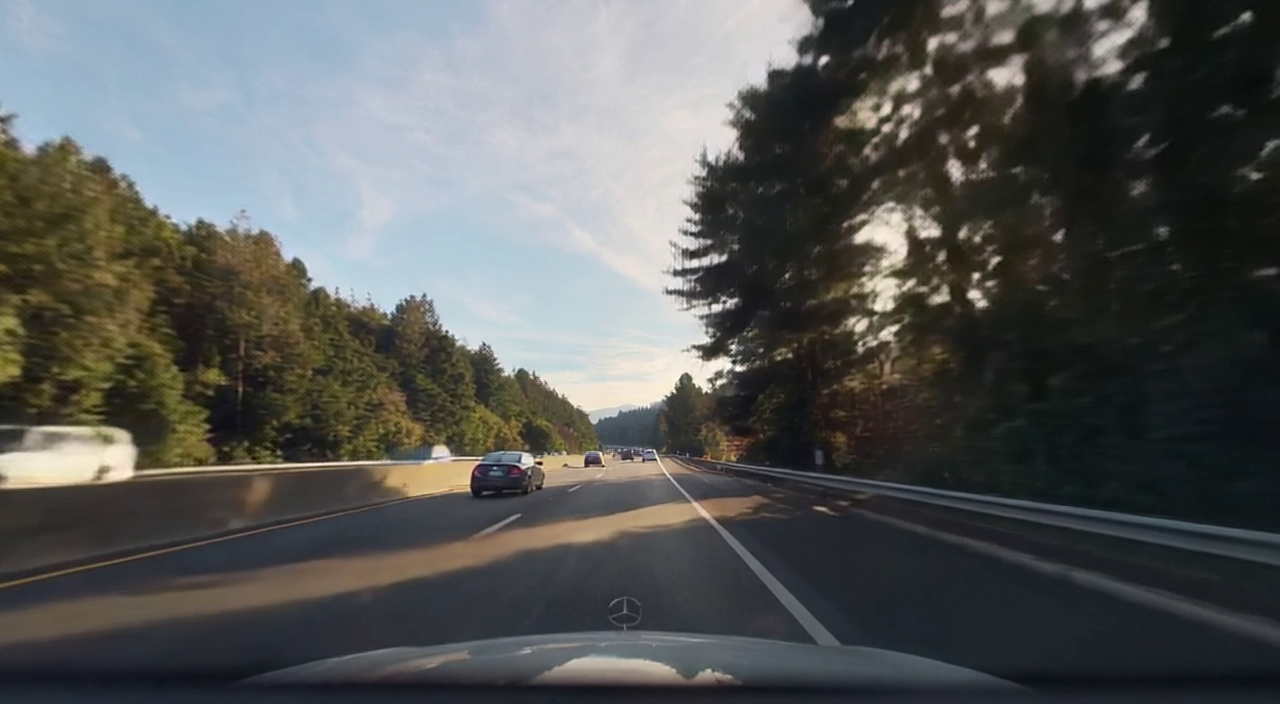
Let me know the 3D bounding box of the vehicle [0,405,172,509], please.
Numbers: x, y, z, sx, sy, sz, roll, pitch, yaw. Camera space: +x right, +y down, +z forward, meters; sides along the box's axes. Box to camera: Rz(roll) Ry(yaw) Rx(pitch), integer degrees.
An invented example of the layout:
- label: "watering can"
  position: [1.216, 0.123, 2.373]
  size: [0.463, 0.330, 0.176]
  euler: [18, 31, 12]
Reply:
- label: "vehicle"
  position: [-17.236, 3.037, 18.276]
  size: [2.390, 2.578, 6.242]
  euler: [0, -9, 1]

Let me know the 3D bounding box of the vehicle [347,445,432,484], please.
- label: "vehicle"
  position: [-12.009, 5.428, 30.663]
  size: [1.933, 1.672, 5.276]
  euler: [0, -9, 0]

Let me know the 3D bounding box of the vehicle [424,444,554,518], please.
- label: "vehicle"
  position: [-3.355, 2.952, 14.876]
  size: [1.970, 1.483, 4.097]
  euler: [0, -9, 1]
